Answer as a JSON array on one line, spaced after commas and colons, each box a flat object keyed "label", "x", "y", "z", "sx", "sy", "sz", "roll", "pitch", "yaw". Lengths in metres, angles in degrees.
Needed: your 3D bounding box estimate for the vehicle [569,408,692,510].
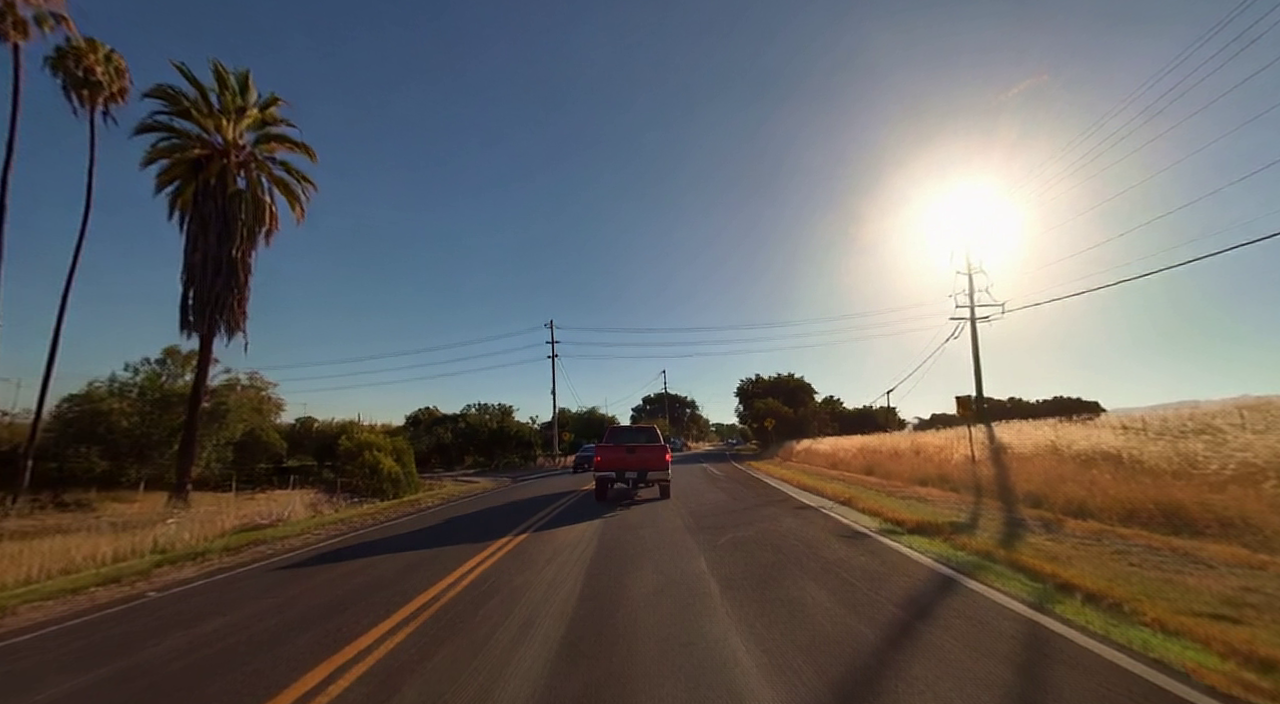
[{"label": "vehicle", "x": -0.257, "y": 2.784, "z": 16.895, "sx": 2.693, "sy": 2.223, "sz": 5.885, "roll": 0, "pitch": -8, "yaw": -1}]
